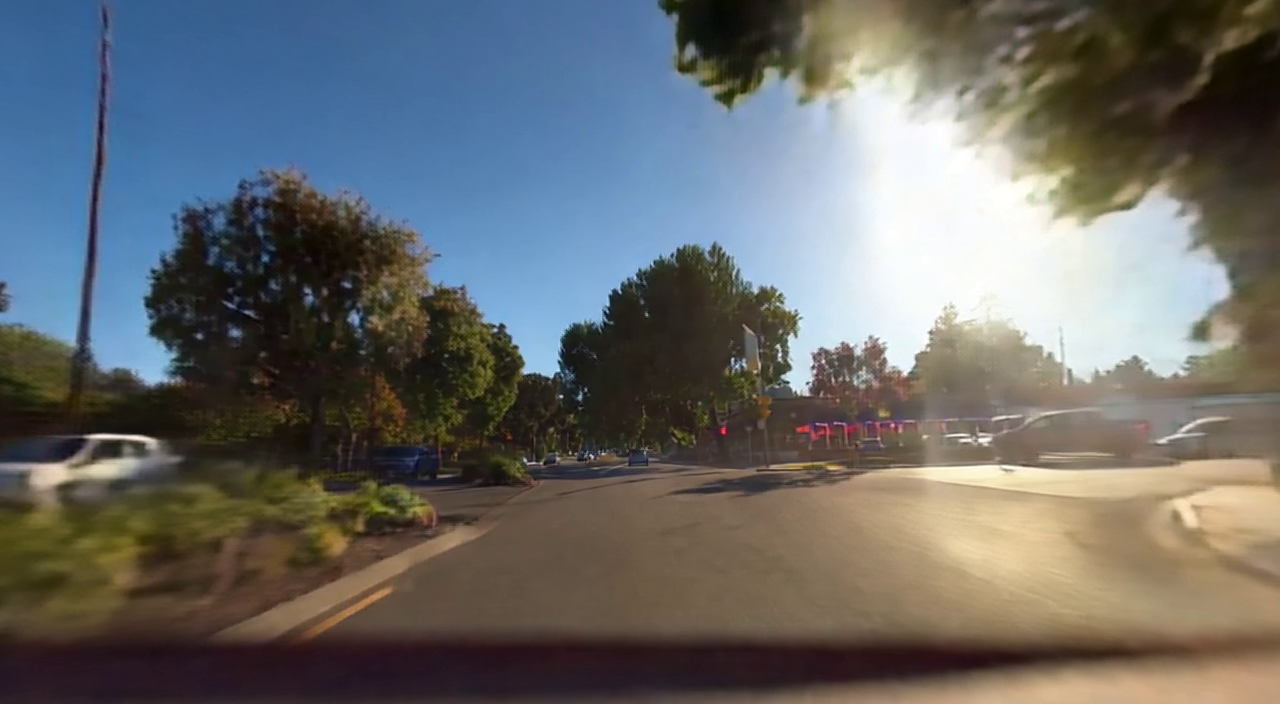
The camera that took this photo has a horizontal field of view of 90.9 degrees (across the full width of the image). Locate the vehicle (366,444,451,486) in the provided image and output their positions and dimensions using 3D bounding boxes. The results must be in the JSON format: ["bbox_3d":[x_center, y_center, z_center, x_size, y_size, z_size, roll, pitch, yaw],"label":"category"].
[{"bbox_3d":[-10.686,5.248,29.544,2.189,1.747,4.651,0,-9,0],"label":"vehicle"}]

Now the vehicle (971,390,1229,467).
[{"bbox_3d":[19.022,3.258,26.493,8.462,3.012,2.906,0,-9,-1],"label":"vehicle"}]

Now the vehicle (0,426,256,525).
[{"bbox_3d":[-11.861,2.686,14.429,2.471,1.783,5.903,0,-9,-1],"label":"vehicle"}]

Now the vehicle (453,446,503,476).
[{"bbox_3d":[-10.693,7.216,42.016,2.000,1.817,4.624,0,-9,1],"label":"vehicle"}]

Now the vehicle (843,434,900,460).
[{"bbox_3d":[16.992,7.074,46.544,2.021,1.753,4.941,-1,-9,-4],"label":"vehicle"}]

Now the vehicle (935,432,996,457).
[{"bbox_3d":[24.246,6.981,47.201,1.996,1.723,4.576,0,-10,-1],"label":"vehicle"}]
